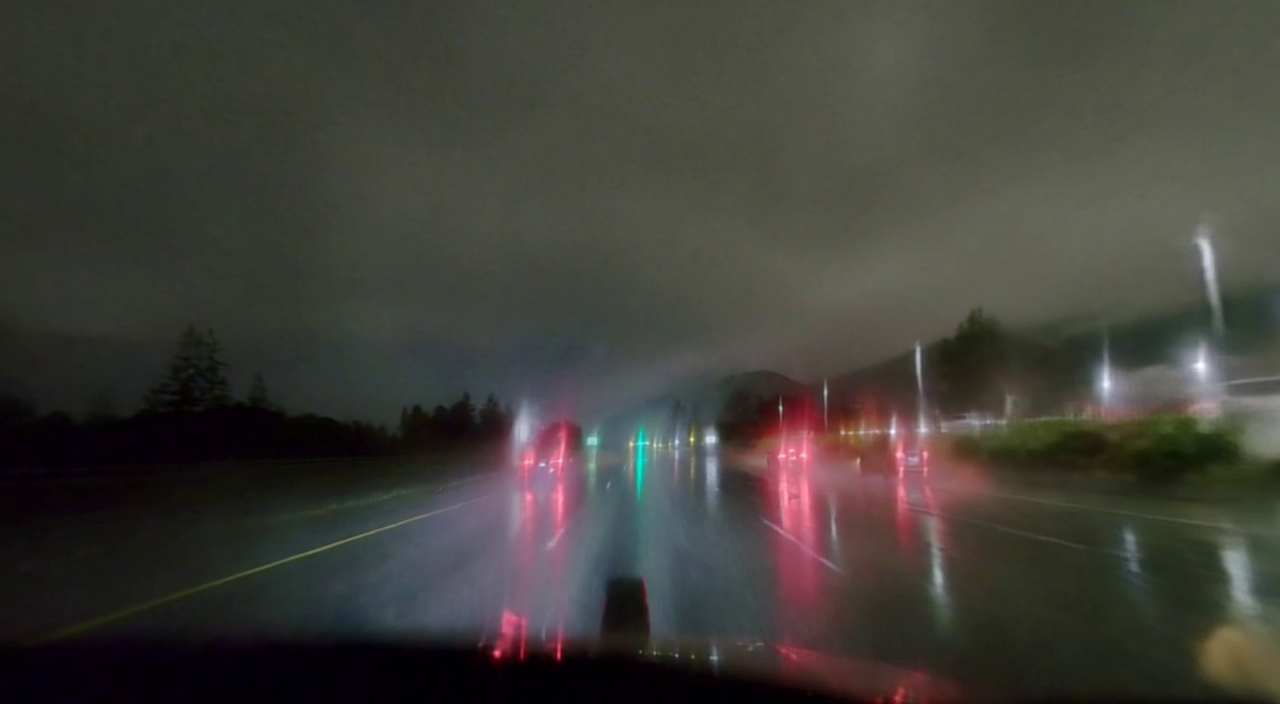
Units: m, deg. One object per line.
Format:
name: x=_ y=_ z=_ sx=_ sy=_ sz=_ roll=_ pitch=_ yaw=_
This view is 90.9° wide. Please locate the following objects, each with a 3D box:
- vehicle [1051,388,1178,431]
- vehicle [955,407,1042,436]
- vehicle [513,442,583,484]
vehicle: x=21.898 y=2.722 z=29.323 sx=4.214 sy=1.476 sz=1.936 roll=-7 pitch=-14 yaw=24
vehicle: x=21.872 y=4.322 z=38.687 sx=4.449 sy=1.608 sz=1.973 roll=-4 pitch=-10 yaw=27
vehicle: x=-3.553 y=4.381 z=25.305 sx=2.021 sy=1.526 sz=4.385 roll=0 pitch=-8 yaw=2
